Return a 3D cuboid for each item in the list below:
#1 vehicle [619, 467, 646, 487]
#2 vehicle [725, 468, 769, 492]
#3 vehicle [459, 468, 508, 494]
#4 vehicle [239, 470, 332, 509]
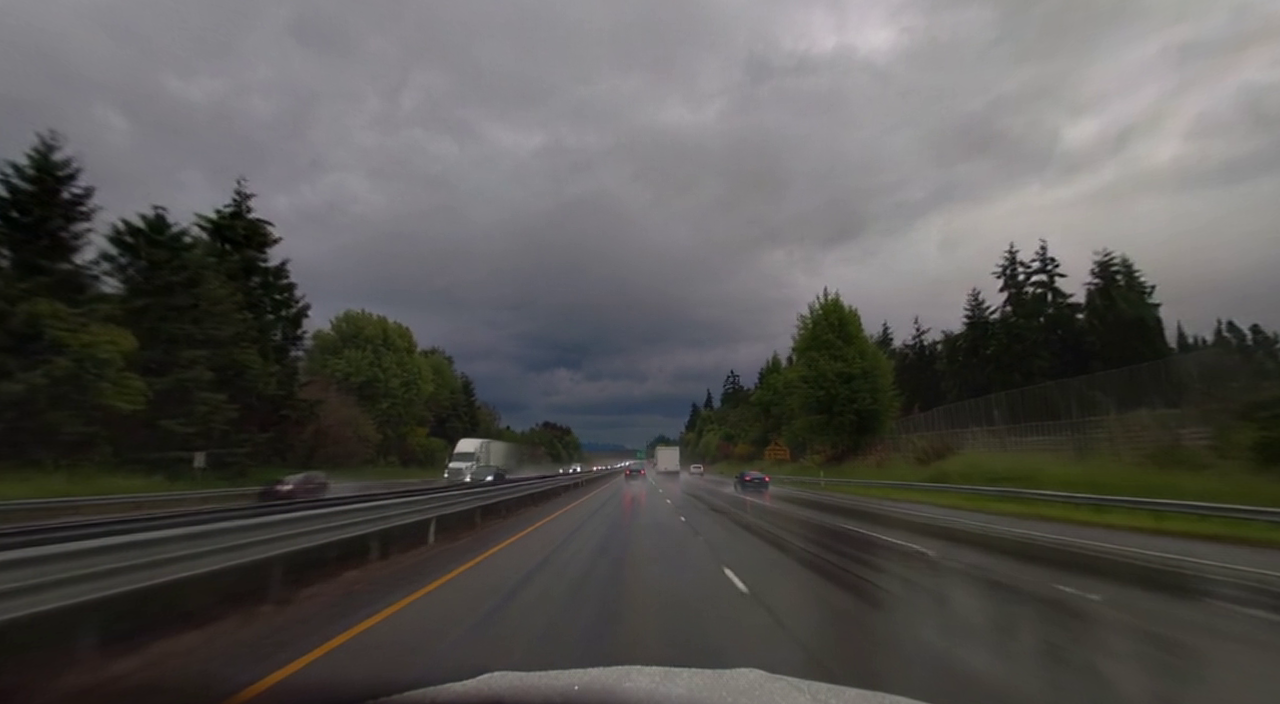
[{"bbox_3d":[-0.606,9.874,49.839,2.025,1.452,3.927,1,-11,-1],"label":"vehicle"},{"bbox_3d":[6.939,8.355,41.306,1.977,1.494,4.311,1,-11,-2],"label":"vehicle"},{"bbox_3d":[-9.782,8.099,39.771,1.931,1.502,4.561,1,-11,-1],"label":"vehicle"},{"bbox_3d":[-14.589,5.655,26.148,1.784,1.434,3.576,1,-11,-1],"label":"vehicle"}]
